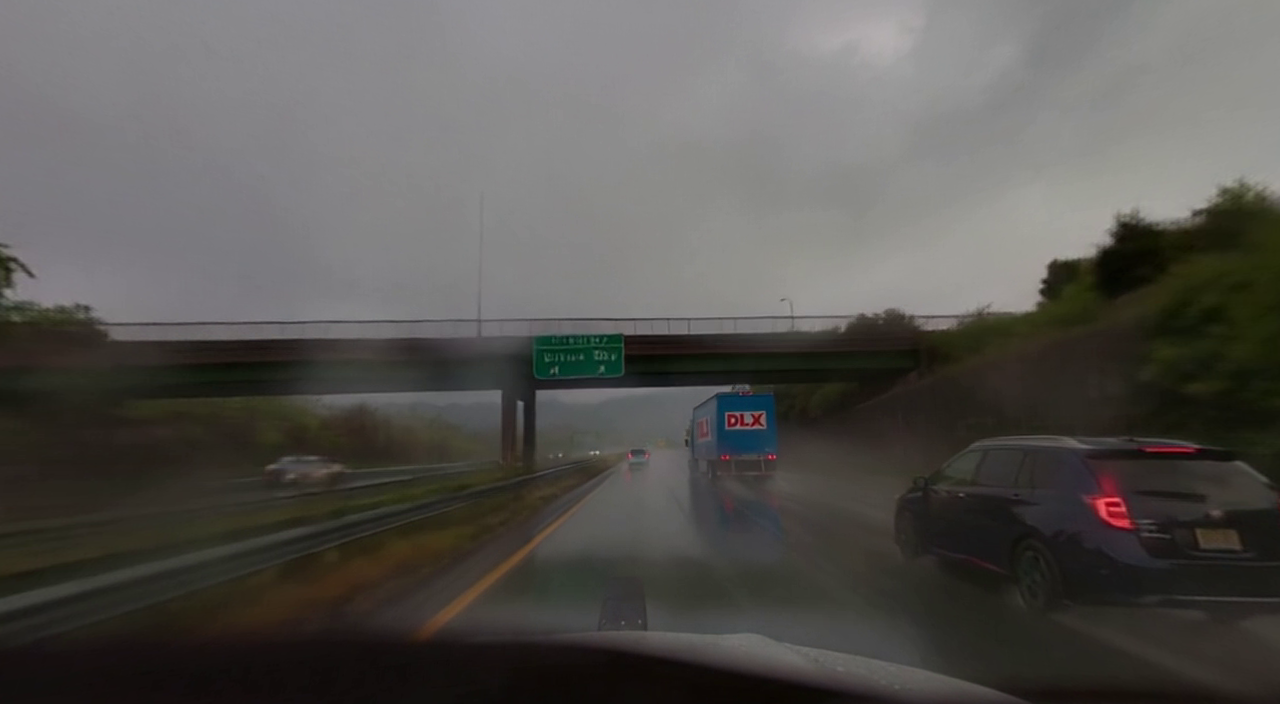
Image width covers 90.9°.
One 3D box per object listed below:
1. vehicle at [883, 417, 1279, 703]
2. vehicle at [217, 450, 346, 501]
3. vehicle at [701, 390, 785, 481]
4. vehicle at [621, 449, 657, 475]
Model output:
[{"bbox_3d":[3.741,1.358,5.082,1.894,1.452,4.164,0,-9,0],"label":"vehicle"},{"bbox_3d":[-13.074,4.497,23.417,2.029,1.656,4.587,-1,-9,1],"label":"vehicle"},{"bbox_3d":[4.947,4.322,32.121,2.838,3.985,8.010,0,-9,0],"label":"vehicle"},{"bbox_3d":[-0.052,6.706,38.640,2.055,1.445,3.661,0,-9,0],"label":"vehicle"}]
